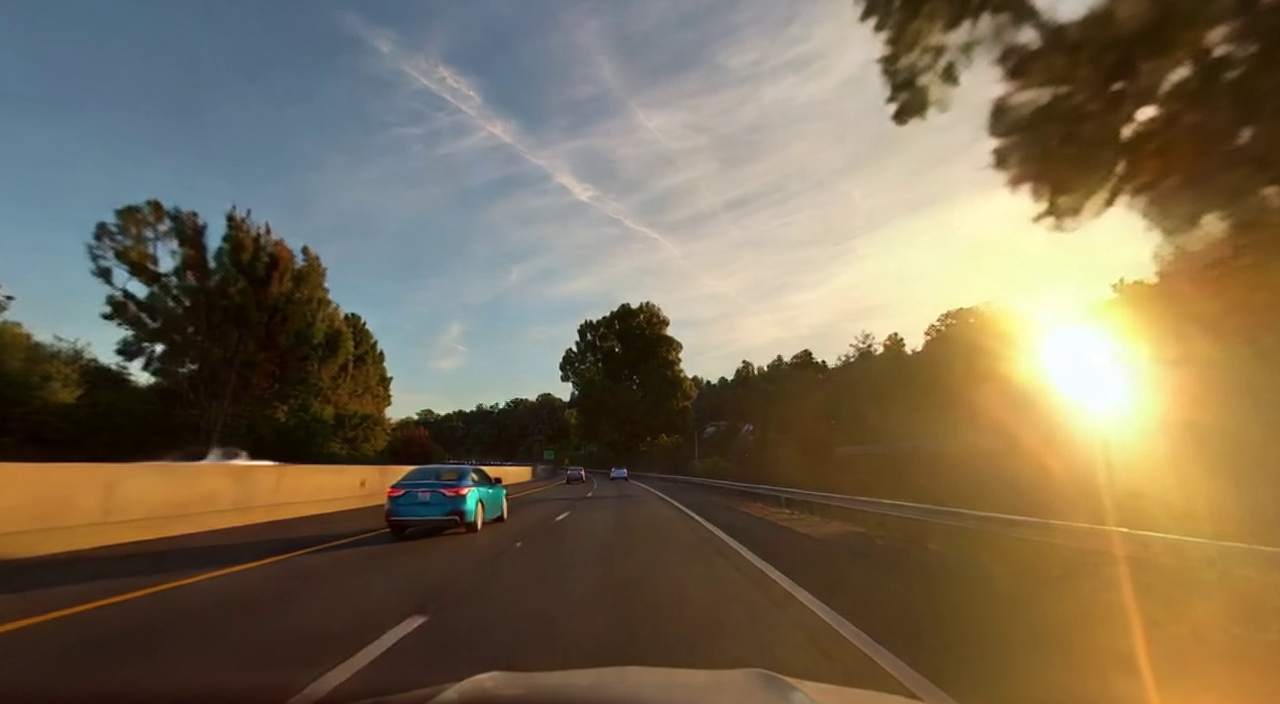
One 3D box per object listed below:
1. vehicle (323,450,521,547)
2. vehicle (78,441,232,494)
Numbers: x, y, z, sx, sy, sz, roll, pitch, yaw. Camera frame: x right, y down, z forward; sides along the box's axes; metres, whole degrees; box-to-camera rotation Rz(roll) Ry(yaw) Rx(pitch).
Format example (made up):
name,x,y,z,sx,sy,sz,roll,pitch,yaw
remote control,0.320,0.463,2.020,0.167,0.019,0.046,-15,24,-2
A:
name,x,y,z,sx,sy,sz,roll,pitch,yaw
vehicle,-4.097,2.892,13.011,2.328,1.559,5.041,1,-10,-1
vehicle,-16.864,4.083,22.269,1.917,1.619,4.449,1,-10,-1
